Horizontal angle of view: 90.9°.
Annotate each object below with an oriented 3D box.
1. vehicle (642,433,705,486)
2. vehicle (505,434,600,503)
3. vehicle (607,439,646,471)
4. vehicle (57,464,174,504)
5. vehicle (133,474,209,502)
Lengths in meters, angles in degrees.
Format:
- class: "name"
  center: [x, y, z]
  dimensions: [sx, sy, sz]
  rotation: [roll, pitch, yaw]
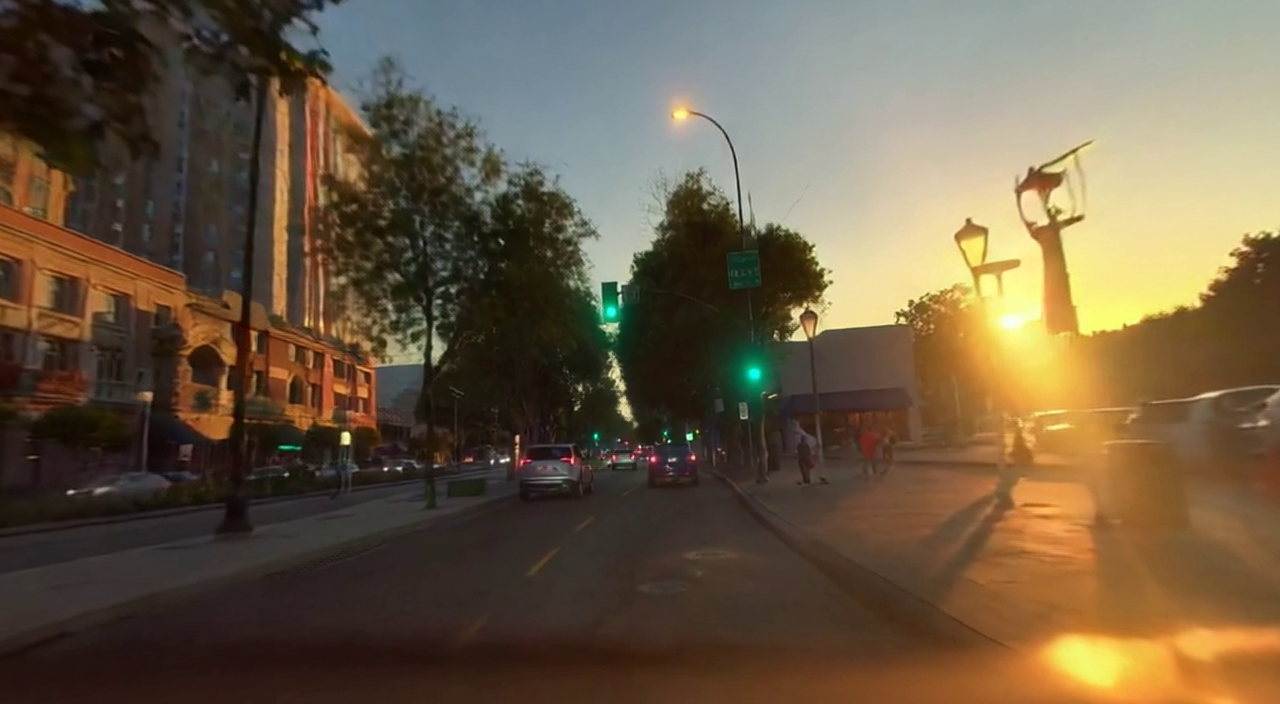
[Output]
- class: "vehicle"
  center: [1.215, 3.976, 23.647]
  dimensions: [2.120, 1.758, 3.917]
  rotation: [-1, -8, 2]
- class: "vehicle"
  center: [-2.374, 3.241, 18.057]
  dimensions: [1.940, 1.722, 3.823]
  rotation: [-1, -8, 4]
- class: "vehicle"
  center: [-0.788, 6.492, 39.899]
  dimensions: [2.220, 1.847, 4.587]
  rotation: [-1, -8, 2]
- class: "vehicle"
  center: [-28.172, 7.066, 34.115]
  dimensions: [2.045, 1.799, 4.945]
  rotation: [-1, -8, 0]
- class: "vehicle"
  center: [-31.358, 9.096, 42.292]
  dimensions: [1.768, 1.436, 4.515]
  rotation: [1, -7, -2]
